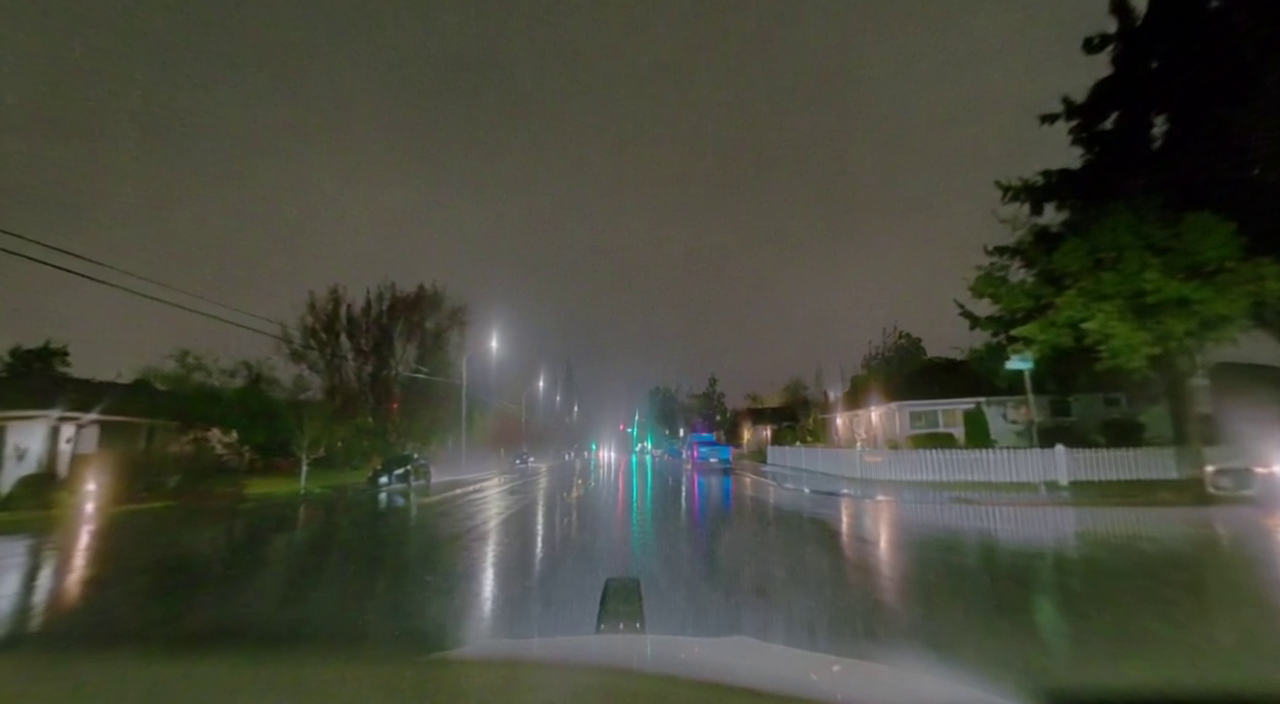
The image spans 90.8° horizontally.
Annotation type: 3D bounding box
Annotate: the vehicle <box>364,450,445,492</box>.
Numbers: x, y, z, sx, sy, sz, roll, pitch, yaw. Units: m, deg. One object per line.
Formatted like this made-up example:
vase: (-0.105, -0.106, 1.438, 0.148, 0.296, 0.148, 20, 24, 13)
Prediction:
vehicle: (-10.899, 5.473, 29.580, 2.049, 1.527, 4.677, -4, -8, -1)

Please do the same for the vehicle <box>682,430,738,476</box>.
vehicle: (3.748, 5.525, 34.796, 2.504, 2.114, 6.073, 5, -8, 3)
